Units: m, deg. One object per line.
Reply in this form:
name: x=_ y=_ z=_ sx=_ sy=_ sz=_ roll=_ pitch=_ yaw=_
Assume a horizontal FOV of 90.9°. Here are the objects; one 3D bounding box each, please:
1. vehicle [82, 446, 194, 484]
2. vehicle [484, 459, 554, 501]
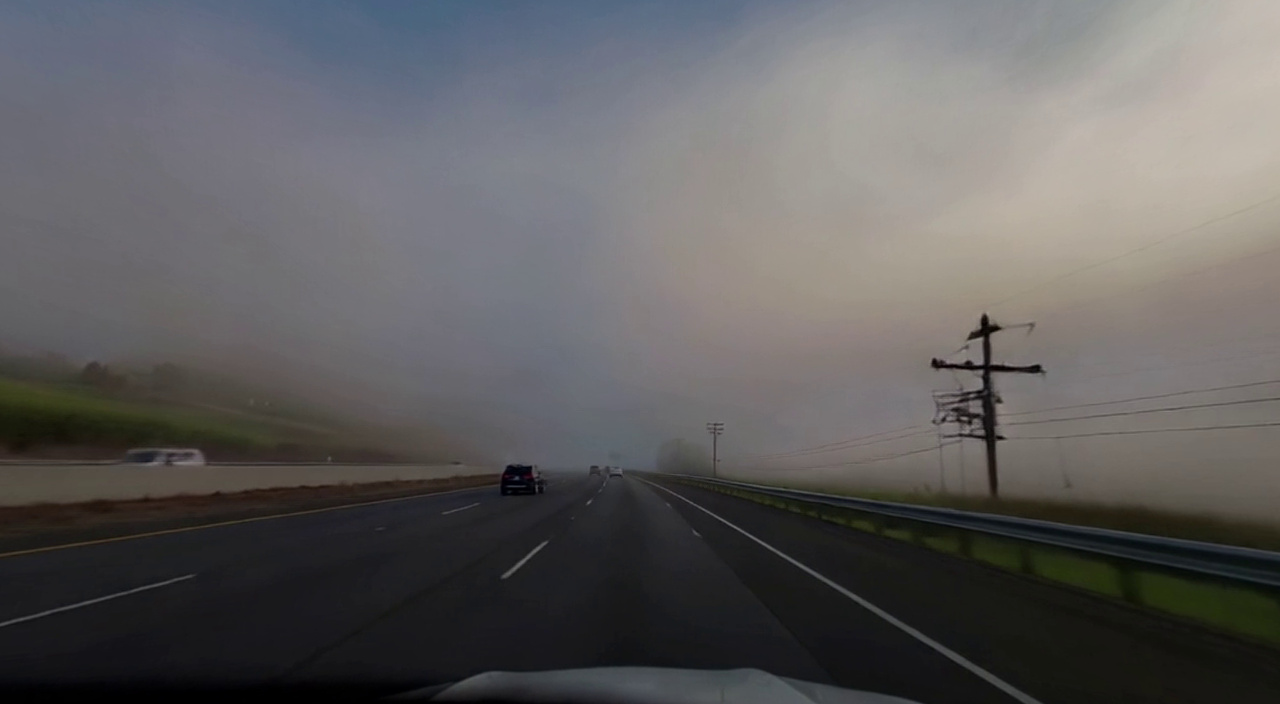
vehicle: x=-23.127 y=5.265 z=29.280 sx=1.847 sy=1.587 sz=4.053 roll=1 pitch=-10 yaw=-1
vehicle: x=-5.306 y=5.696 z=28.240 sx=2.194 sy=1.704 sz=4.421 roll=1 pitch=-10 yaw=1
